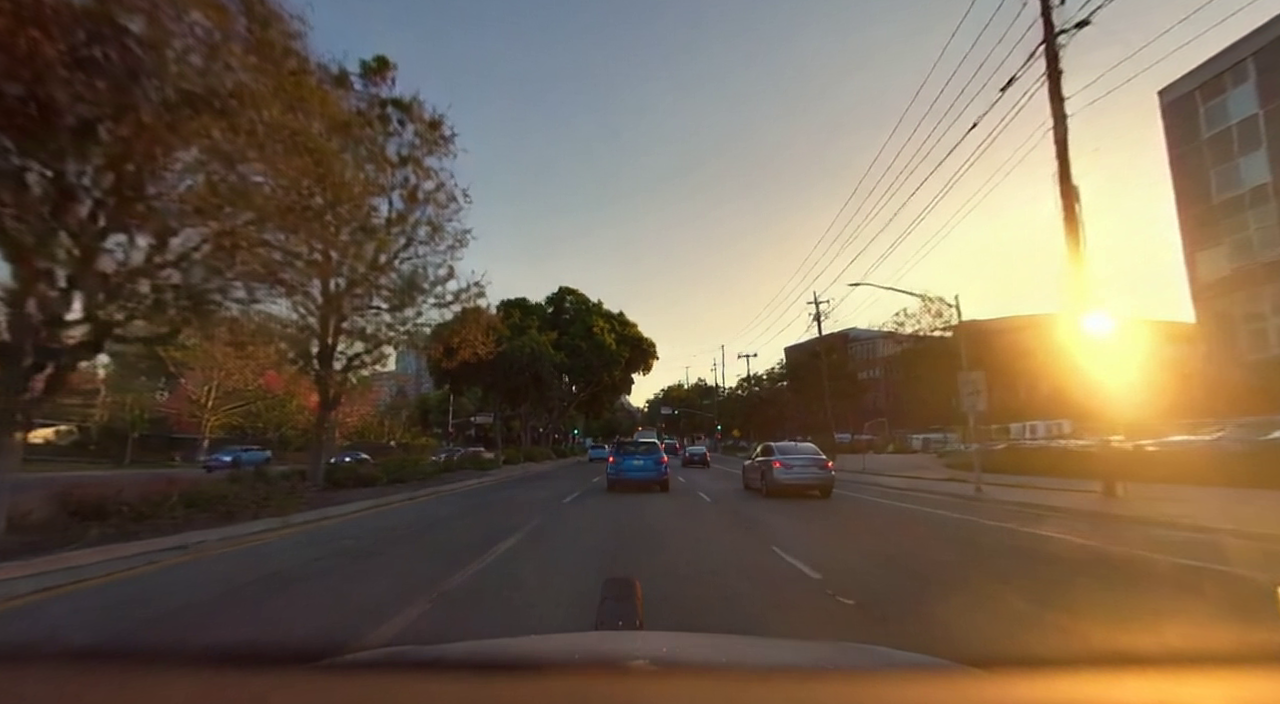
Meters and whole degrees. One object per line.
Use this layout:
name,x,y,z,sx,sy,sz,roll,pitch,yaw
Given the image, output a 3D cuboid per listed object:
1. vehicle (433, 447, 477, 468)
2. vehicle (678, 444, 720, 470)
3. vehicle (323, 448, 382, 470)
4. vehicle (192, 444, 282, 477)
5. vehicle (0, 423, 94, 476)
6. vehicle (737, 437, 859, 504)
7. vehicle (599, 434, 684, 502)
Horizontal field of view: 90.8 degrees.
vehicle,-14.012,7.995,48.027,2.031,1.490,4.284,0,-9,0
vehicle,3.542,6.455,38.841,2.054,1.461,4.321,0,-9,-1
vehicle,-21.154,7.907,46.726,2.026,1.496,4.680,0,-9,2
vehicle,-22.143,5.985,34.977,1.982,1.699,4.421,0,-9,1
vehicle,-49.203,7.607,49.235,9.566,3.955,3.128,1,-8,-7
vehicle,3.979,3.089,16.826,2.086,1.534,4.351,0,-9,0
vehicle,0.003,3.130,17.326,2.073,1.606,3.933,0,-9,-1
